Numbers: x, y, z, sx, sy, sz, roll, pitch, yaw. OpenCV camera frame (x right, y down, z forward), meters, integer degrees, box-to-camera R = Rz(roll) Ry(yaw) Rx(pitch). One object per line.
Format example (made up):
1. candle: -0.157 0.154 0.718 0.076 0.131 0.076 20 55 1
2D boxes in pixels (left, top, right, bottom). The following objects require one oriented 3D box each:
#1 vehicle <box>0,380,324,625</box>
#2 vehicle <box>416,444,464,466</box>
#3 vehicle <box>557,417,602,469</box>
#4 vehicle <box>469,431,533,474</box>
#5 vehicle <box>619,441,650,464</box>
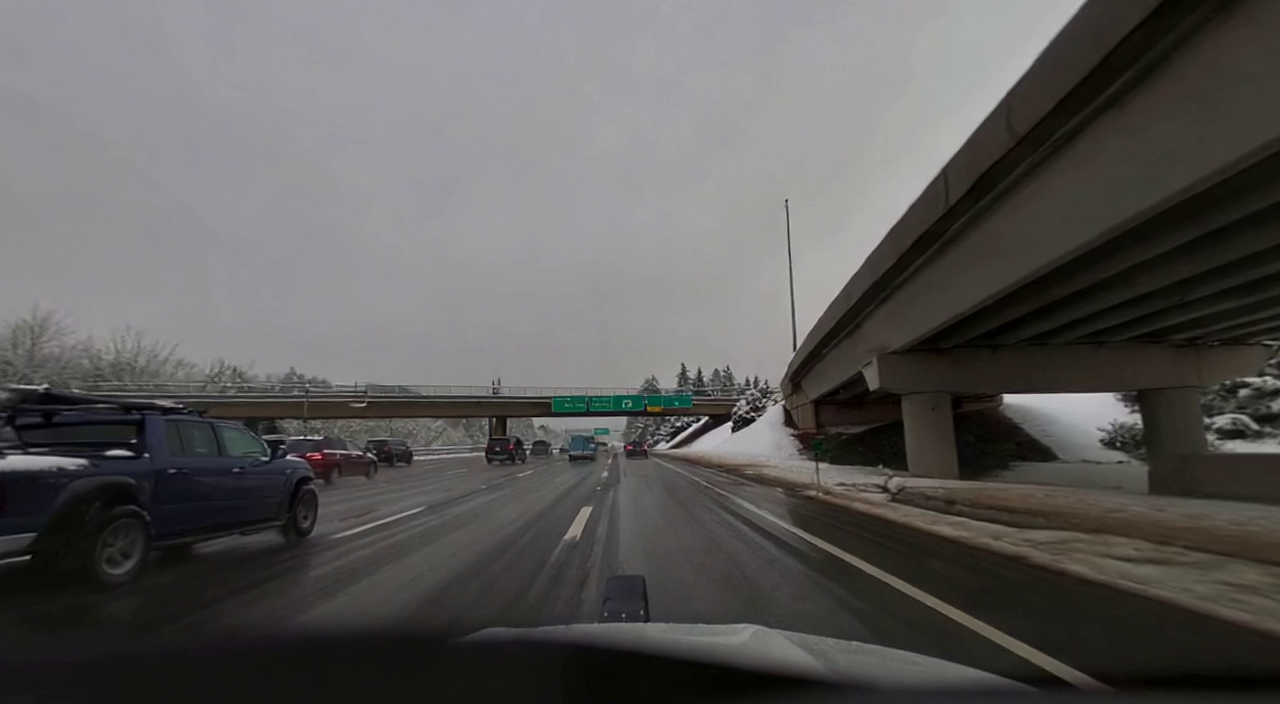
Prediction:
1. vehicle: -6.014 1.422 6.706 2.355 1.805 5.938 0 -8 -2
2. vehicle: -13.767 7.098 43.493 1.899 1.485 4.368 0 -8 -1
3. vehicle: -3.538 5.498 37.897 2.301 2.843 6.458 0 -8 -2
4. vehicle: -6.796 4.986 31.309 2.179 1.948 4.618 0 -8 -1
5. vehicle: -0.477 7.257 45.511 2.079 1.506 4.488 0 -8 -2
